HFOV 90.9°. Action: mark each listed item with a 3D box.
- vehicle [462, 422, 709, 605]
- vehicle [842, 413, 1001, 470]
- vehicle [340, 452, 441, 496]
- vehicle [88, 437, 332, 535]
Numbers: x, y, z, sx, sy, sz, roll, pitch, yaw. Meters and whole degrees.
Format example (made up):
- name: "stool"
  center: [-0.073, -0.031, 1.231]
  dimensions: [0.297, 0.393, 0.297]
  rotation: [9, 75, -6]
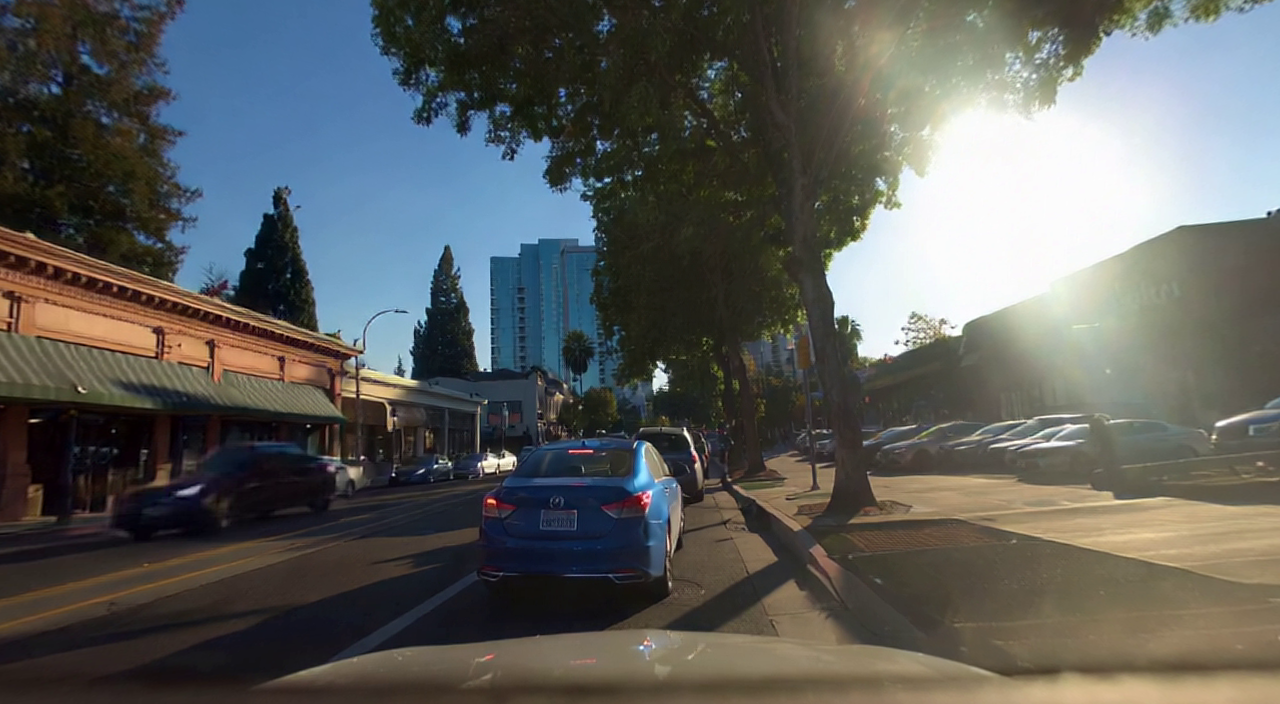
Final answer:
- name: "vehicle"
  center: [-0.278, 1.632, 7.289]
  dimensions: [1.939, 1.478, 3.922]
  rotation: [-1, -8, 9]
- name: "vehicle"
  center: [9.025, 2.839, 20.224]
  dimensions: [4.558, 1.528, 1.915]
  rotation: [0, -8, -23]
- name: "vehicle"
  center: [-10.257, 5.031, 26.286]
  dimensions: [1.826, 1.432, 4.556]
  rotation: [-7, -9, 8]
- name: "vehicle"
  center: [-9.206, 2.860, 14.072]
  dimensions: [2.054, 1.772, 4.276]
  rotation: [-4, -9, 9]
